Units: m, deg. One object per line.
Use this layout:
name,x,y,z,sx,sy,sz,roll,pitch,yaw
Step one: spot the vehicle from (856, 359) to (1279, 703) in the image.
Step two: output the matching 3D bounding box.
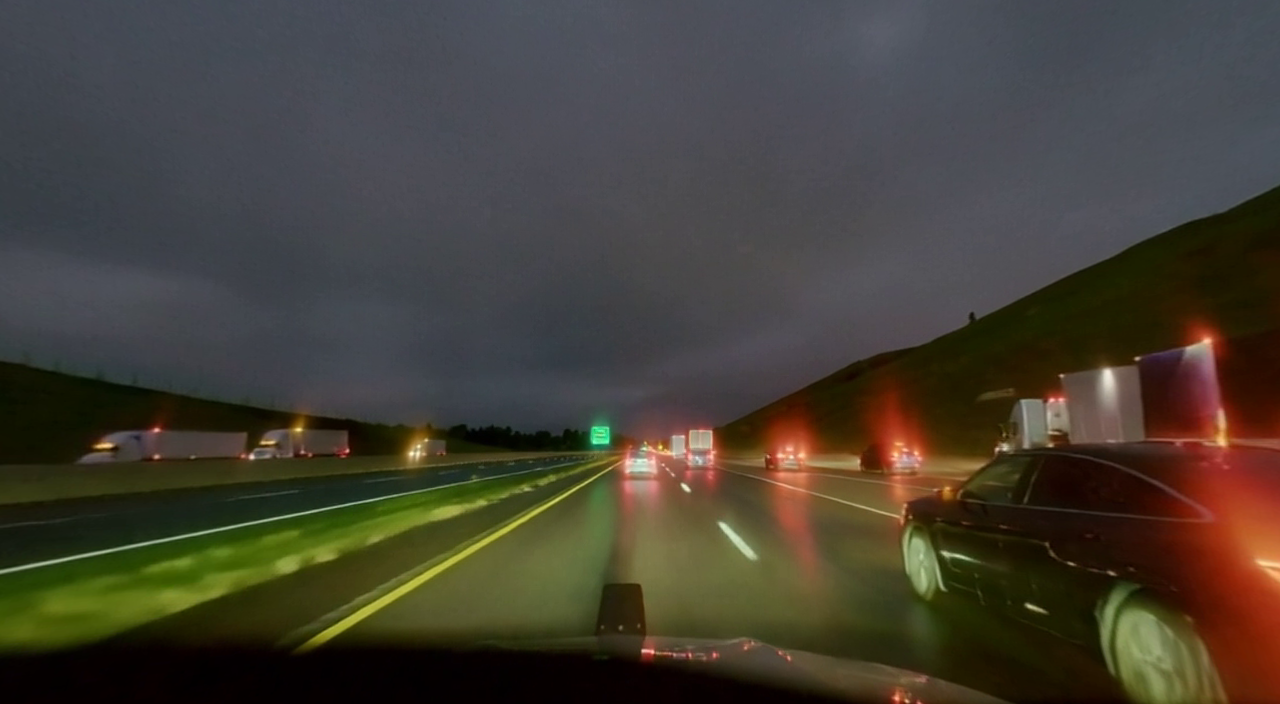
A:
vehicle,2.933,0.995,3.187,1.997,1.534,4.664,0,-9,0

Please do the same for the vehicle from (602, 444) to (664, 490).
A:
vehicle,-0.240,4.007,22.220,1.970,1.441,3.846,0,-9,0

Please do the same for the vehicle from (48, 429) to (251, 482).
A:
vehicle,-35.956,7.508,47.840,2.901,3.250,16.142,-2,-7,-1

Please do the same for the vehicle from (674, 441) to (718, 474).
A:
vehicle,3.109,5.972,35.773,2.048,1.704,4.284,0,-9,0
